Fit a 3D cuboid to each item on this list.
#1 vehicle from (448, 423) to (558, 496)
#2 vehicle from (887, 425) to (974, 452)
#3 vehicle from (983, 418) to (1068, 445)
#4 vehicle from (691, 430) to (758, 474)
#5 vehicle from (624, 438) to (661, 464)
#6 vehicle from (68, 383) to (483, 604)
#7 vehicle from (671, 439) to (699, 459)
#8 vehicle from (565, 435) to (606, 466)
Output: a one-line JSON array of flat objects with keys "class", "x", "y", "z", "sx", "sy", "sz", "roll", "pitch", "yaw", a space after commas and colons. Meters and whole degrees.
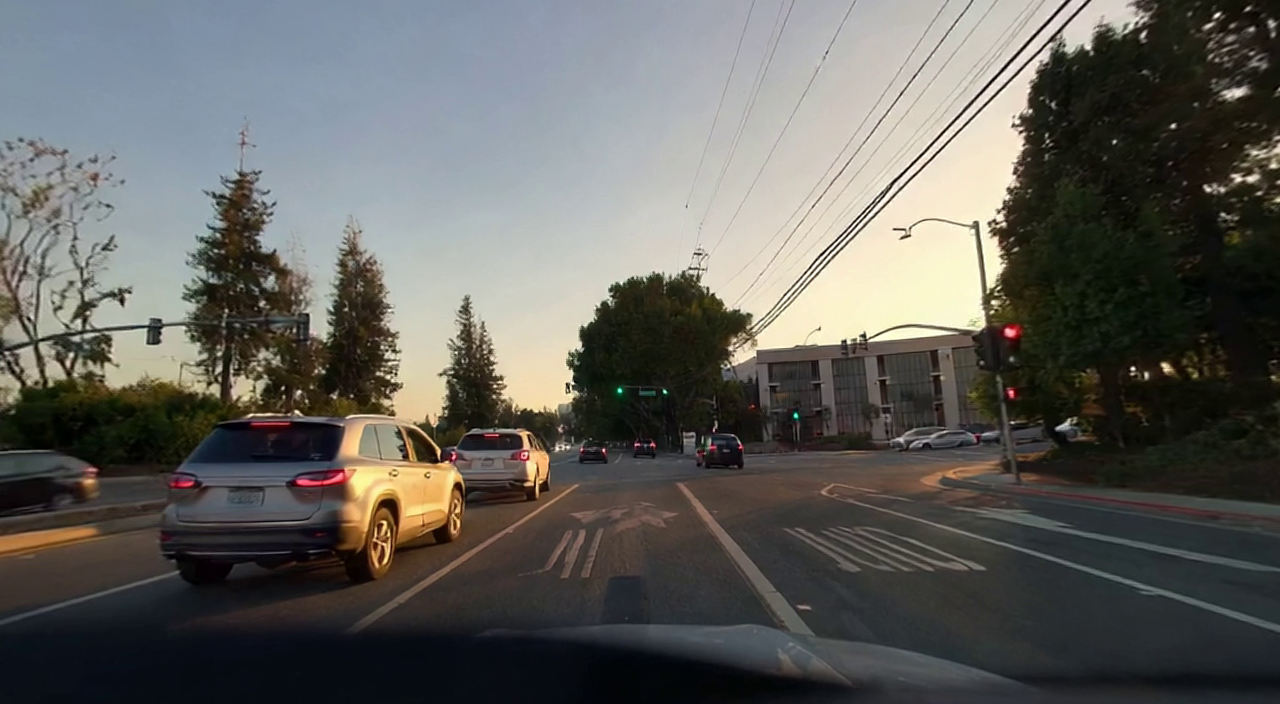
[{"class": "vehicle", "x": -3.557, "y": 2.903, "z": 17.308, "sx": 1.958, "sy": 1.744, "sz": 4.315, "roll": 0, "pitch": -8, "yaw": 1}, {"class": "vehicle", "x": 19.807, "y": 5.905, "z": 43.056, "sx": 5.033, "sy": 1.802, "sz": 1.928, "roll": 1, "pitch": -8, "yaw": -5}, {"class": "vehicle", "x": 26.344, "y": 5.475, "z": 43.227, "sx": 4.439, "sy": 1.748, "sz": 2.037, "roll": 0, "pitch": -8, "yaw": 1}, {"class": "vehicle", "x": 3.514, "y": 4.301, "z": 27.238, "sx": 2.201, "sy": 1.734, "sz": 4.564, "roll": 0, "pitch": -8, "yaw": -1}, {"class": "vehicle", "x": 0.170, "y": 6.130, "z": 39.302, "sx": 2.185, "sy": 1.515, "sz": 4.215, "roll": 0, "pitch": -8, "yaw": 1}, {"class": "vehicle", "x": -3.469, "y": 1.447, "z": 7.268, "sx": 2.127, "sy": 1.754, "sz": 4.287, "roll": 0, "pitch": -8, "yaw": 1}, {"class": "vehicle", "x": 3.459, "y": 7.536, "z": 48.966, "sx": 1.886, "sy": 1.455, "sz": 4.227, "roll": 0, "pitch": -8, "yaw": 0}, {"class": "vehicle", "x": -3.077, "y": 5.696, "z": 36.633, "sx": 1.900, "sy": 1.677, "sz": 4.128, "roll": 0, "pitch": -8, "yaw": 2}]
